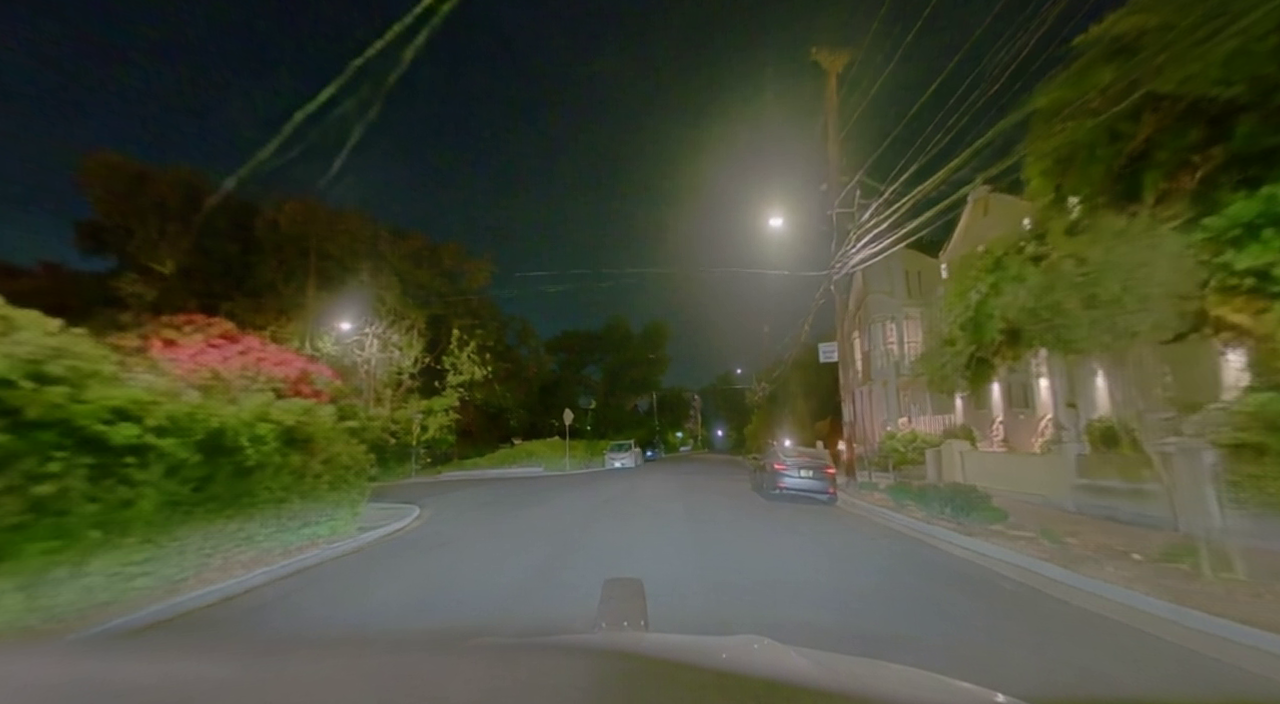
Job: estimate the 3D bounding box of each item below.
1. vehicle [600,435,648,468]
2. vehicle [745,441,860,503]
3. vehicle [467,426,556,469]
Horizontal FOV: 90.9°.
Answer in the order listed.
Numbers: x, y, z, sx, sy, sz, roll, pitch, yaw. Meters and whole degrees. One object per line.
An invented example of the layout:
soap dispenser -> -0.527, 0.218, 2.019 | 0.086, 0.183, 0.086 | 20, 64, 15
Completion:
vehicle -> -0.923, 6.374, 40.436 | 2.463, 1.951, 5.794 | -1, -9, 4
vehicle -> 4.284, 3.255, 17.587 | 2.151, 1.468, 5.066 | -1, -9, 4
vehicle -> -8.914, 6.634, 43.771 | 5.828, 2.818, 2.231 | 2, -9, -12
